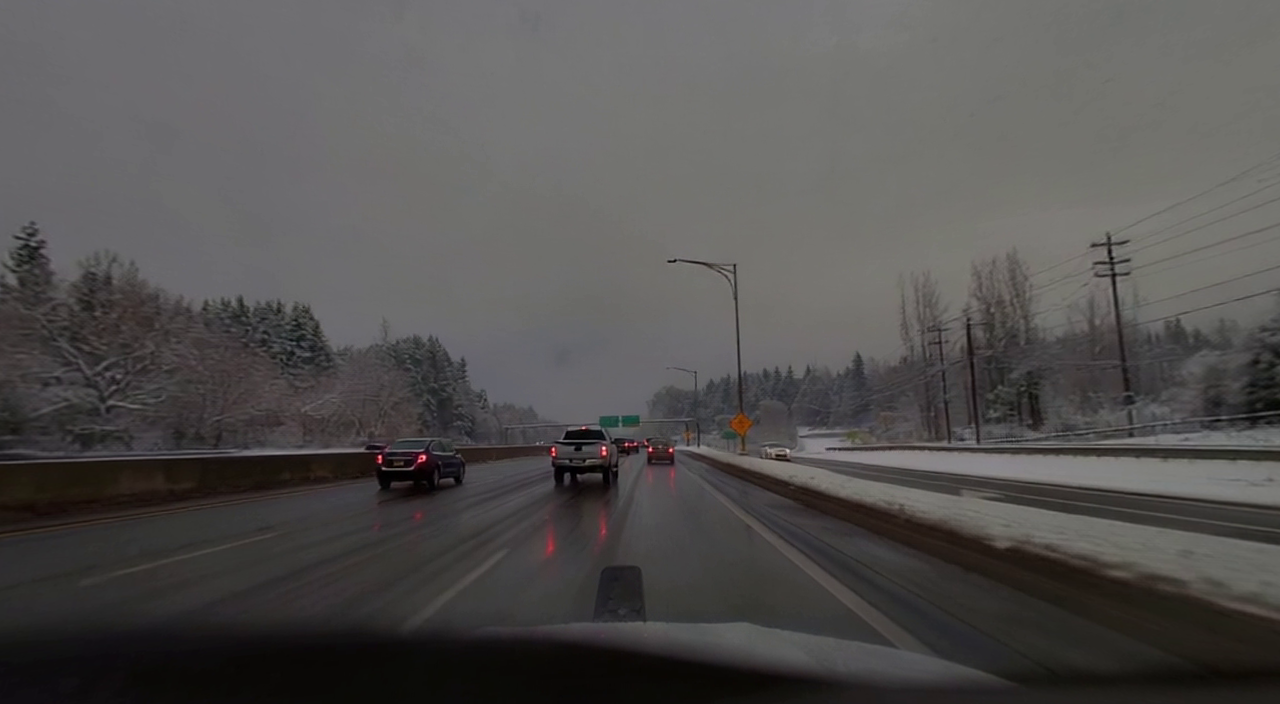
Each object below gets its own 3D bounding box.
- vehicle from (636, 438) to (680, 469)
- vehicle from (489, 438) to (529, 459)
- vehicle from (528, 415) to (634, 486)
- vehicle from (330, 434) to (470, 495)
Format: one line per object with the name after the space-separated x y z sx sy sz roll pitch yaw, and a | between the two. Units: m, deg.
0.852 5.049 31.544 2.013 1.444 4.447 0 -8 0 | vehicle
-9.787 7.268 47.207 1.915 1.472 4.502 0 -8 2 | vehicle
-1.796 3.401 21.927 2.815 2.092 6.526 0 -8 2 | vehicle
-6.494 3.077 17.651 1.964 1.481 4.425 -1 -8 4 | vehicle
